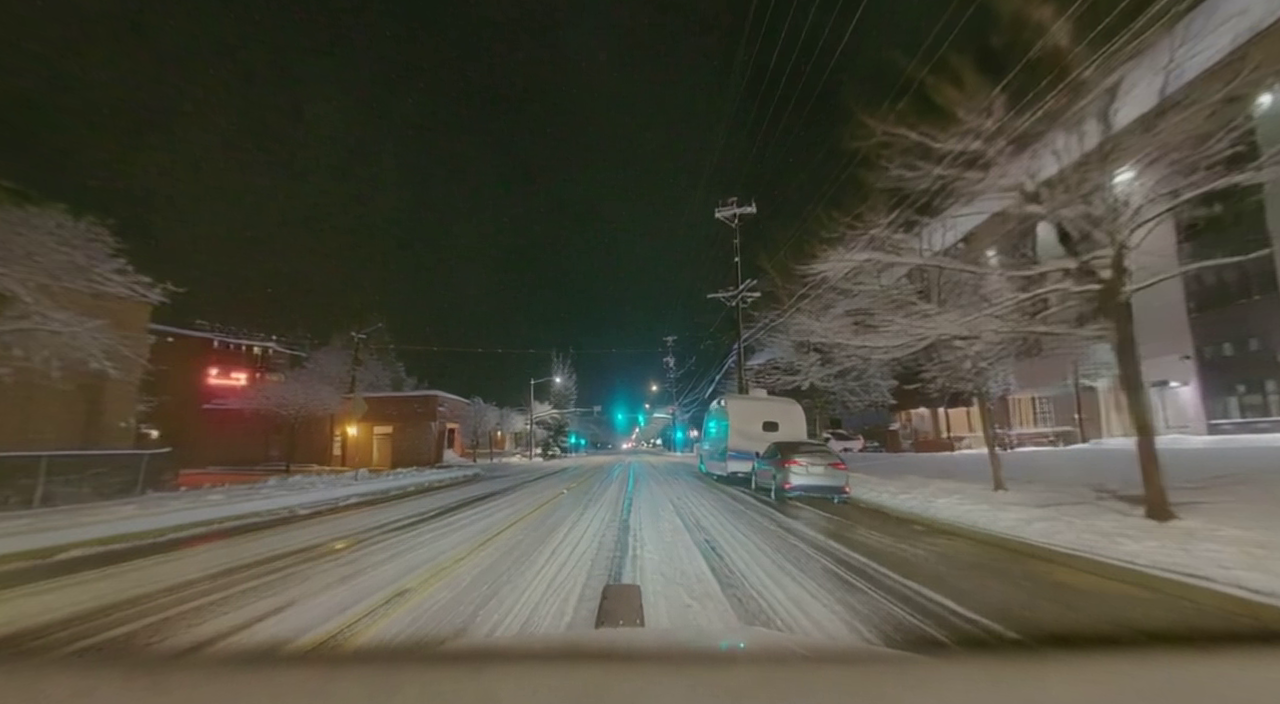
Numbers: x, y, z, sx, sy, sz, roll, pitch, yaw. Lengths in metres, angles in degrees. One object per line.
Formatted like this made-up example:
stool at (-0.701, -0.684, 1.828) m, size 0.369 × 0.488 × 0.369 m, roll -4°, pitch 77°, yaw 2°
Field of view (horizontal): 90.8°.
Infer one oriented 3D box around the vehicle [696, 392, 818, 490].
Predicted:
vehicle at (4.272, 3.606, 25.409) m, size 3.110 × 3.241 × 8.788 m, roll 0°, pitch -9°, yaw -1°

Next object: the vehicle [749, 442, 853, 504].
vehicle at (4.419, 3.353, 17.925) m, size 1.852 × 1.497 × 3.672 m, roll -2°, pitch -8°, yaw -2°
